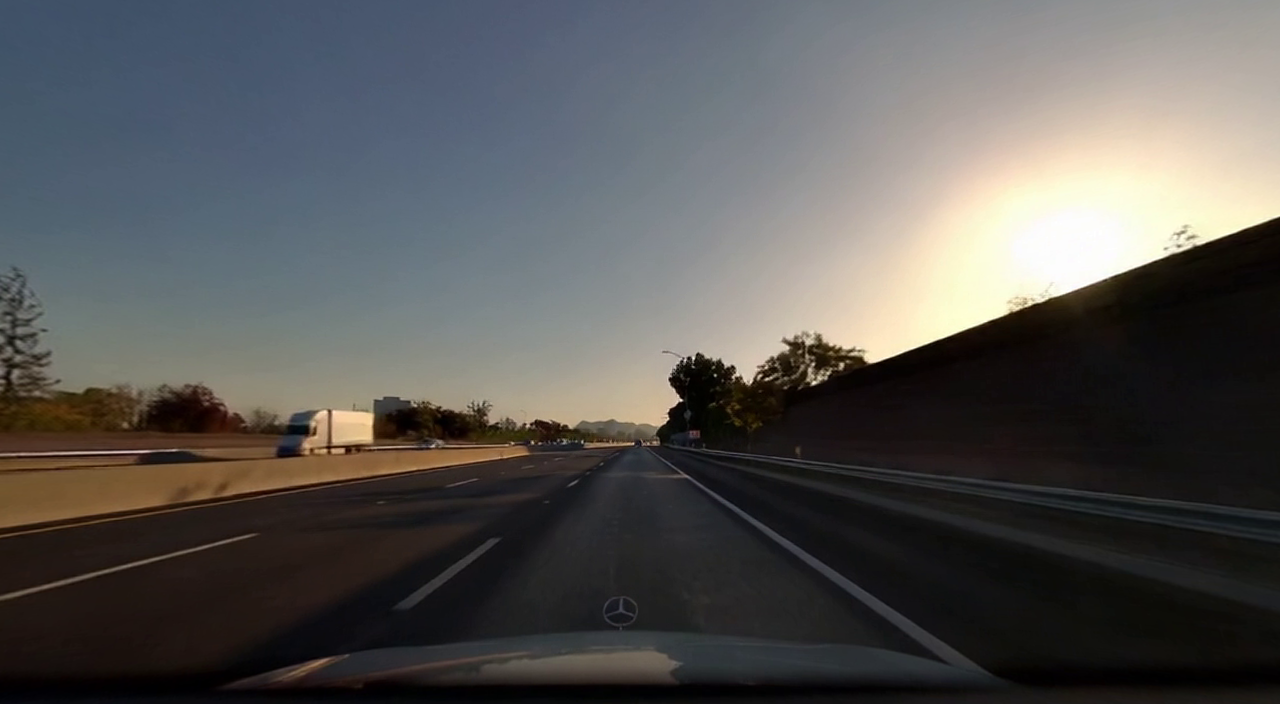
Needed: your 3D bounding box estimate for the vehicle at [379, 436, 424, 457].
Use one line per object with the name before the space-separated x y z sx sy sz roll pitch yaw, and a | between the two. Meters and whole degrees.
vehicle | -18.240 7.237 48.198 1.837 1.456 3.836 -1 -8 2
